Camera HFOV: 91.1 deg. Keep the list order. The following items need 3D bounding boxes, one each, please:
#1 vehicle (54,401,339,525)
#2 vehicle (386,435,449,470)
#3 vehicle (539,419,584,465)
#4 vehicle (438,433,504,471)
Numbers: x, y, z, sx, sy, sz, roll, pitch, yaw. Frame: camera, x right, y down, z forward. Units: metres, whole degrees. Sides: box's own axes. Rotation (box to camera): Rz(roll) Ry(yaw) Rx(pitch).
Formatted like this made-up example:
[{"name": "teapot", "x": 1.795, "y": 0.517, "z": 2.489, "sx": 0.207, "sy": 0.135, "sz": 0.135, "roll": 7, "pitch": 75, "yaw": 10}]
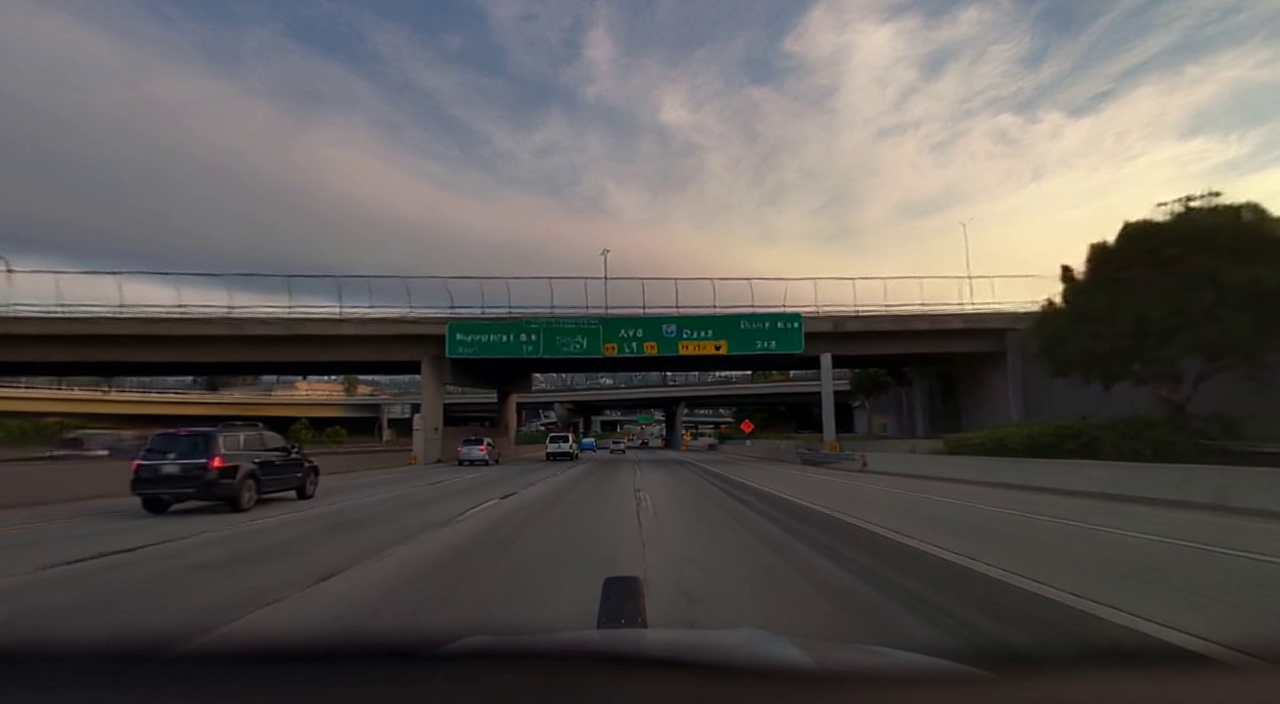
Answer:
[{"name": "vehicle", "x": -8.147, "y": 2.098, "z": 12.304, "sx": 2.179, "sy": 1.948, "sz": 4.618, "roll": 0, "pitch": -8, "yaw": 0}, {"name": "vehicle", "x": -11.901, "y": 5.404, "z": 33.923, "sx": 1.900, "sy": 1.726, "sz": 4.236, "roll": 0, "pitch": -8, "yaw": -1}, {"name": "vehicle", "x": -5.167, "y": 6.055, "z": 42.300, "sx": 2.301, "sy": 2.843, "sz": 6.458, "roll": 0, "pitch": -8, "yaw": -1}, {"name": "vehicle", "x": -8.574, "y": 5.122, "z": 32.339, "sx": 2.109, "sy": 1.784, "sz": 4.709, "roll": 0, "pitch": -8, "yaw": -1}]
